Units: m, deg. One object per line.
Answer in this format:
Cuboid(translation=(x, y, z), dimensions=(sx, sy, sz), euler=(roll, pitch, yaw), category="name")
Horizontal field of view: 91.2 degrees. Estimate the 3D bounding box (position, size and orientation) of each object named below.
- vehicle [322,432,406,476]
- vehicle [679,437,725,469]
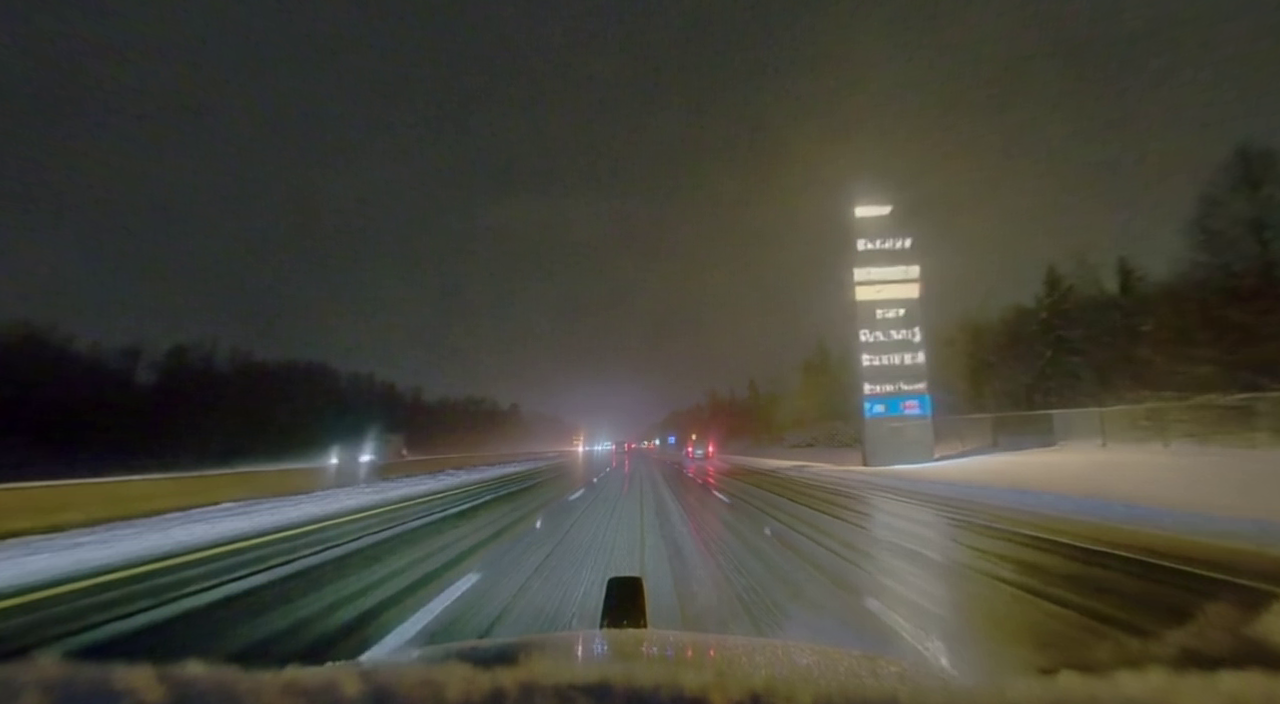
Cuboid(translation=(-16.904, 6.291, 38.863), dimensions=(2.402, 2.484, 5.996), euler=(0, -8, 1), category="vehicle")
Cuboid(translation=(3.459, 5.697, 35.687), dimensions=(2.202, 1.682, 4.188), euler=(0, -8, 0), category="vehicle")
